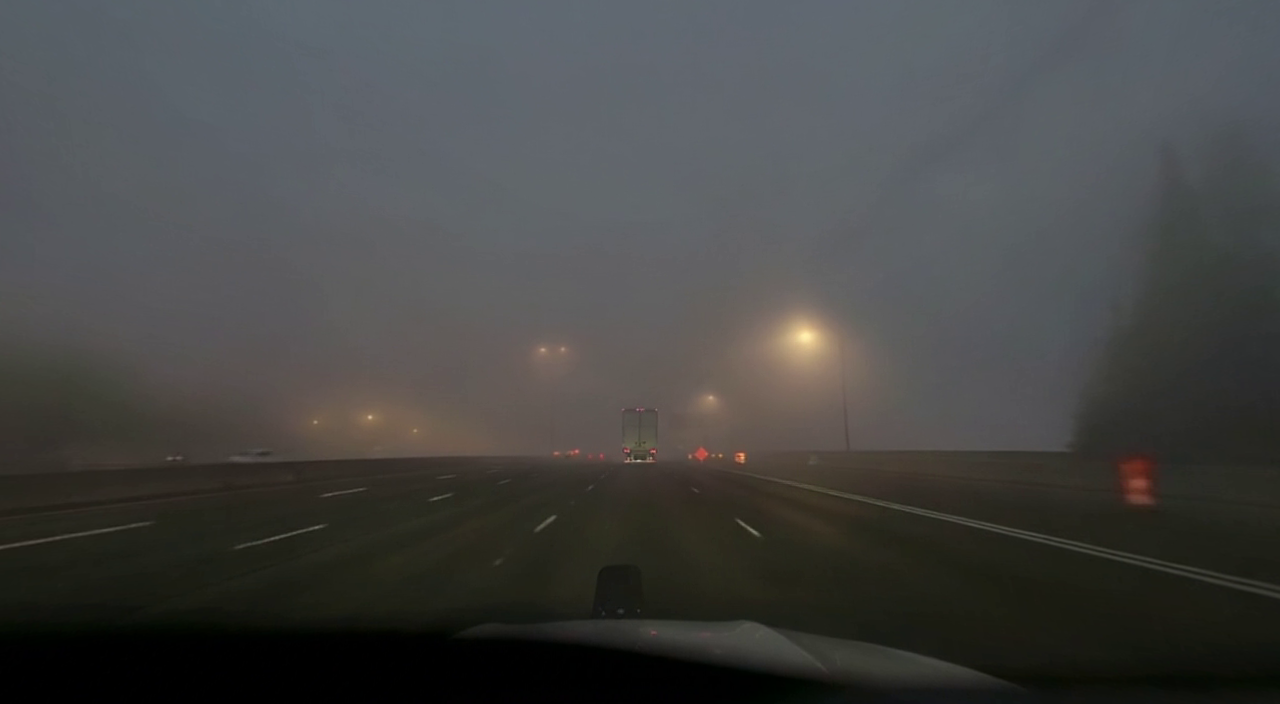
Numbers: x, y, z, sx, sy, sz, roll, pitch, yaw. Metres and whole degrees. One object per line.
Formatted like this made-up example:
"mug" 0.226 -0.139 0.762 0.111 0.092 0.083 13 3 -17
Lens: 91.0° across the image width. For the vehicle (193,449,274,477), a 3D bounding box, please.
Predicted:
"vehicle" -26.948 7.341 41.953 2.117 1.685 4.810 0 -9 1
